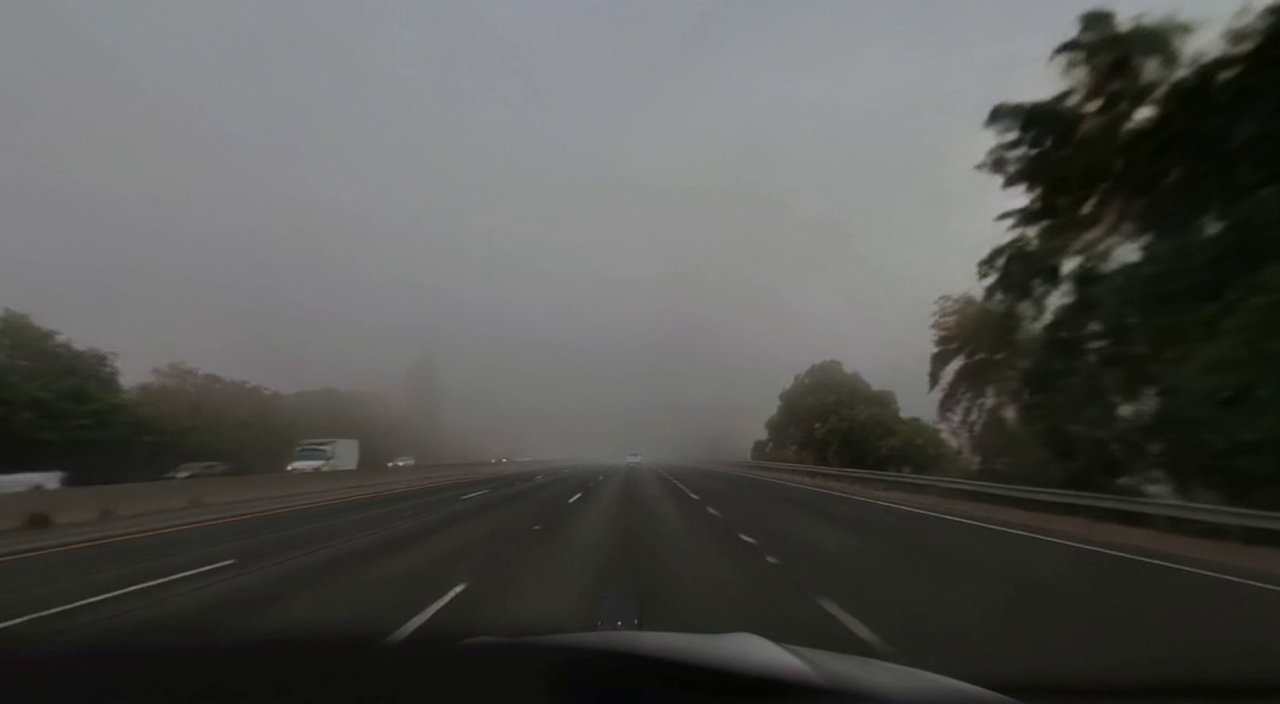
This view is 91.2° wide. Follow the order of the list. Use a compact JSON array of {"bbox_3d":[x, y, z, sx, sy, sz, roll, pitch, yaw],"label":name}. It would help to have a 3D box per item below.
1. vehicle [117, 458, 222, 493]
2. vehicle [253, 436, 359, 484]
[{"bbox_3d":[-26.275,6.880,35.276,2.016,1.742,5.039,0,-9,-1],"label":"vehicle"},{"bbox_3d":[-18.901,6.142,35.964,2.341,2.454,6.780,0,-9,0],"label":"vehicle"}]
